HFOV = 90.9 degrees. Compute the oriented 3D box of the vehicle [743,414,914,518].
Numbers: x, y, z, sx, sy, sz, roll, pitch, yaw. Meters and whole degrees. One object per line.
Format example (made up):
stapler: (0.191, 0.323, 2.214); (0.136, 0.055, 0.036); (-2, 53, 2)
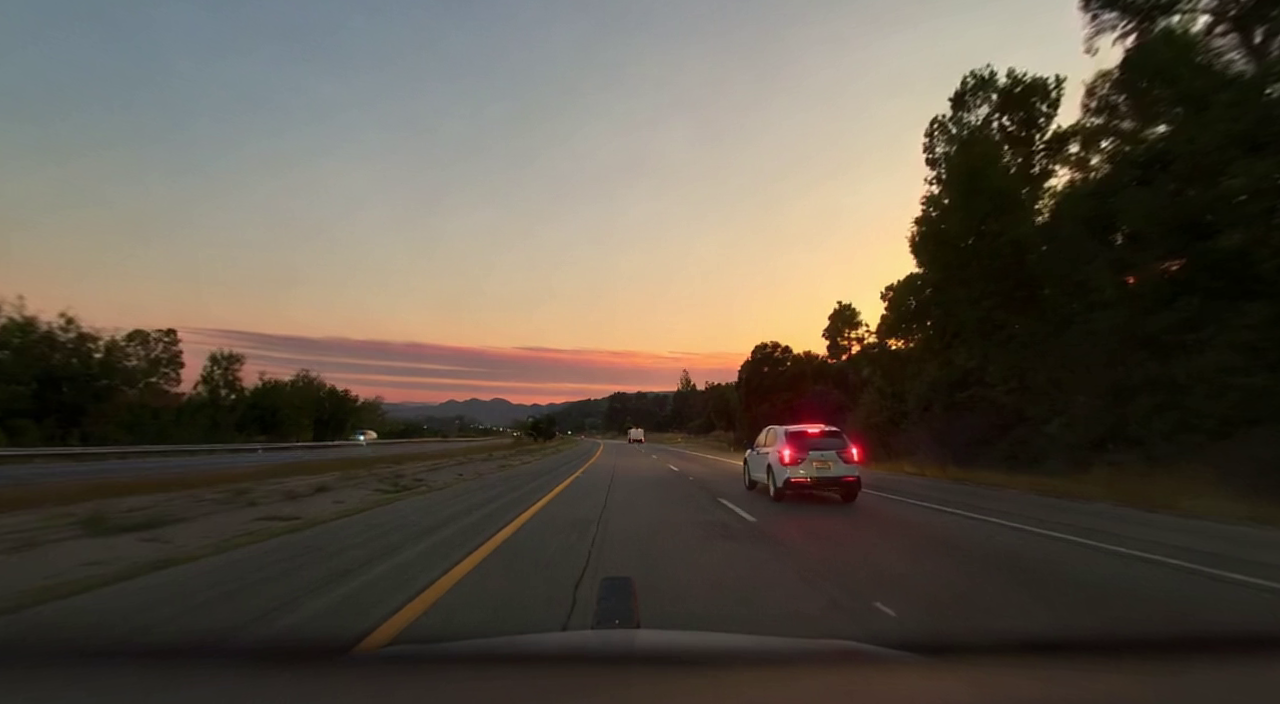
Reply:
vehicle: (3.387, 2.118, 12.303); (1.941, 1.655, 4.137); (0, -8, -2)
